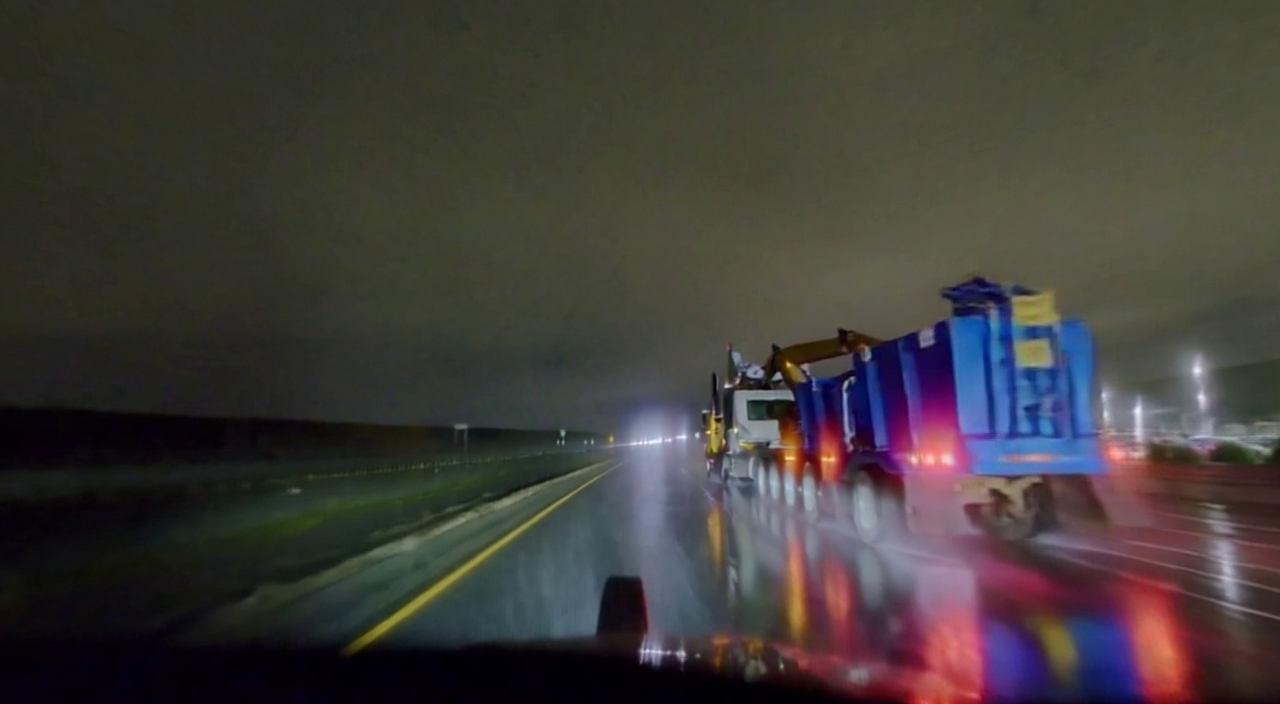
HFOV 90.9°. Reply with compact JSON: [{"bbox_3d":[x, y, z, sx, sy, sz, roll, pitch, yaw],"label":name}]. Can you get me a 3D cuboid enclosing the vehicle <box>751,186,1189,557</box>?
[{"bbox_3d":[3.975,0.617,9.952,3.279,3.956,6.541,0,-9,1],"label":"vehicle"}]
